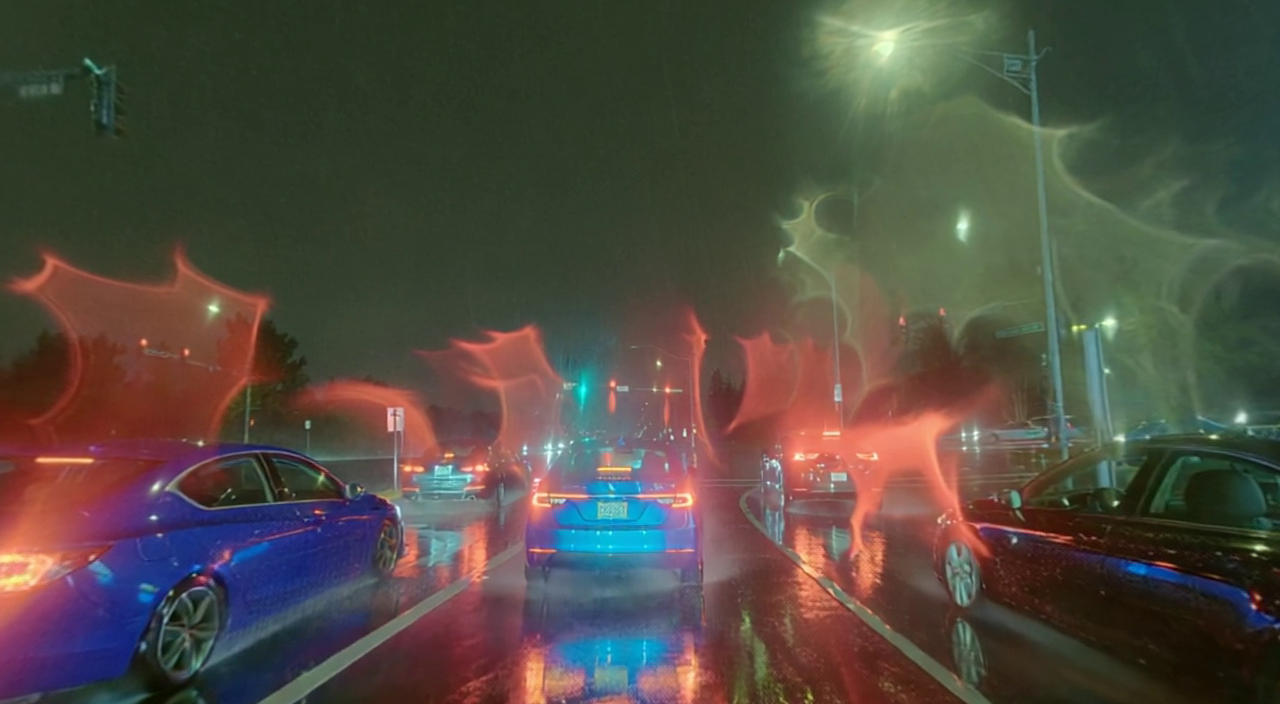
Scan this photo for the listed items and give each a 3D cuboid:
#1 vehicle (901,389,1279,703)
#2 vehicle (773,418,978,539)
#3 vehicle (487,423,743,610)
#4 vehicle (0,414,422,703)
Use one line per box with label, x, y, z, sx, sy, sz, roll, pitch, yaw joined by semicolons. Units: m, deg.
vehicle;3.423;1.080;3.634;1.981;1.499;4.536;0;-8;2
vehicle;3.757;2.096;11.012;2.007;1.683;4.171;0;-8;1
vehicle;-0.188;1.623;7.132;2.059;1.477;3.988;0;-8;0
vehicle;-3.411;1.300;4.711;1.980;1.454;4.226;0;-8;1
